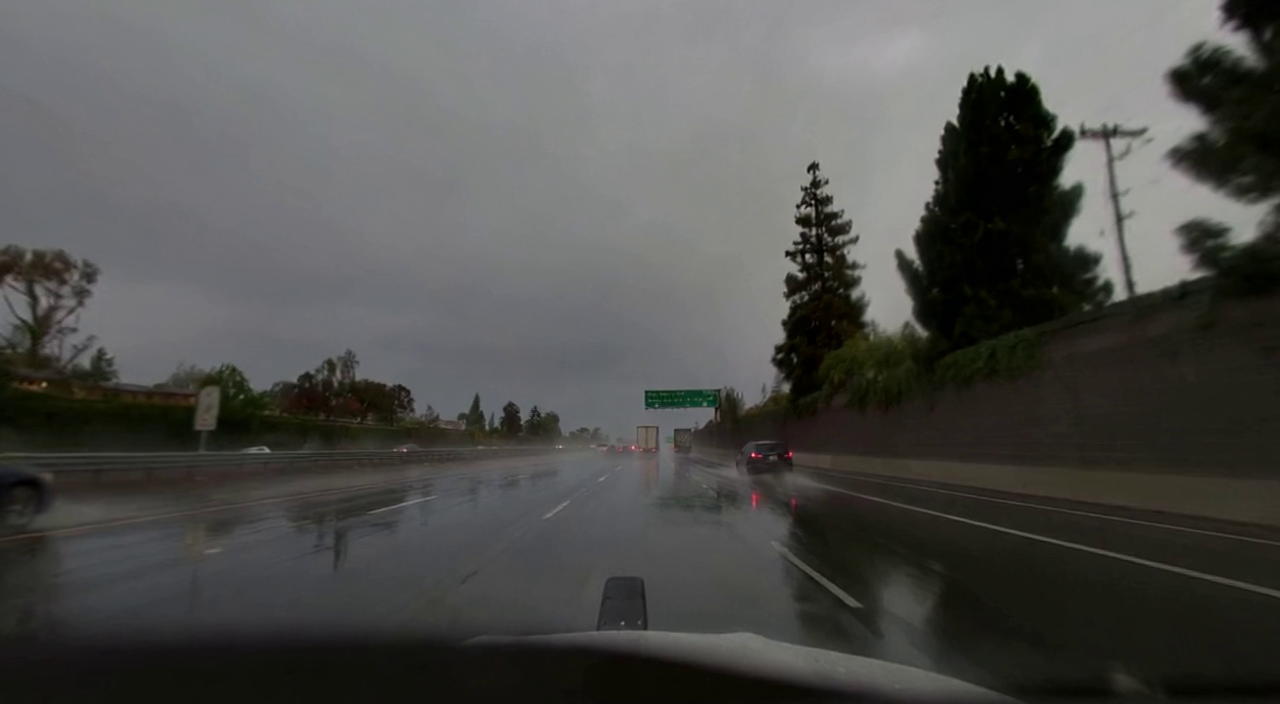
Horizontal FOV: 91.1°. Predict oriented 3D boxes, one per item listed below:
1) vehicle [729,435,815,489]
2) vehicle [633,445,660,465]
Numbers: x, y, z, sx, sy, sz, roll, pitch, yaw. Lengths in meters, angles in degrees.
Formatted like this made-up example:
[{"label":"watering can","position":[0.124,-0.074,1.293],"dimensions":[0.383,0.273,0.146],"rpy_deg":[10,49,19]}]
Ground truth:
[{"label":"vehicle","position":[4.365,3.719,21.493],"dimensions":[2.046,1.655,4.143],"rpy_deg":[0,-9,0]},{"label":"vehicle","position":[0.428,7.858,48.103],"dimensions":[1.946,1.493,4.083],"rpy_deg":[0,-9,-1]}]
